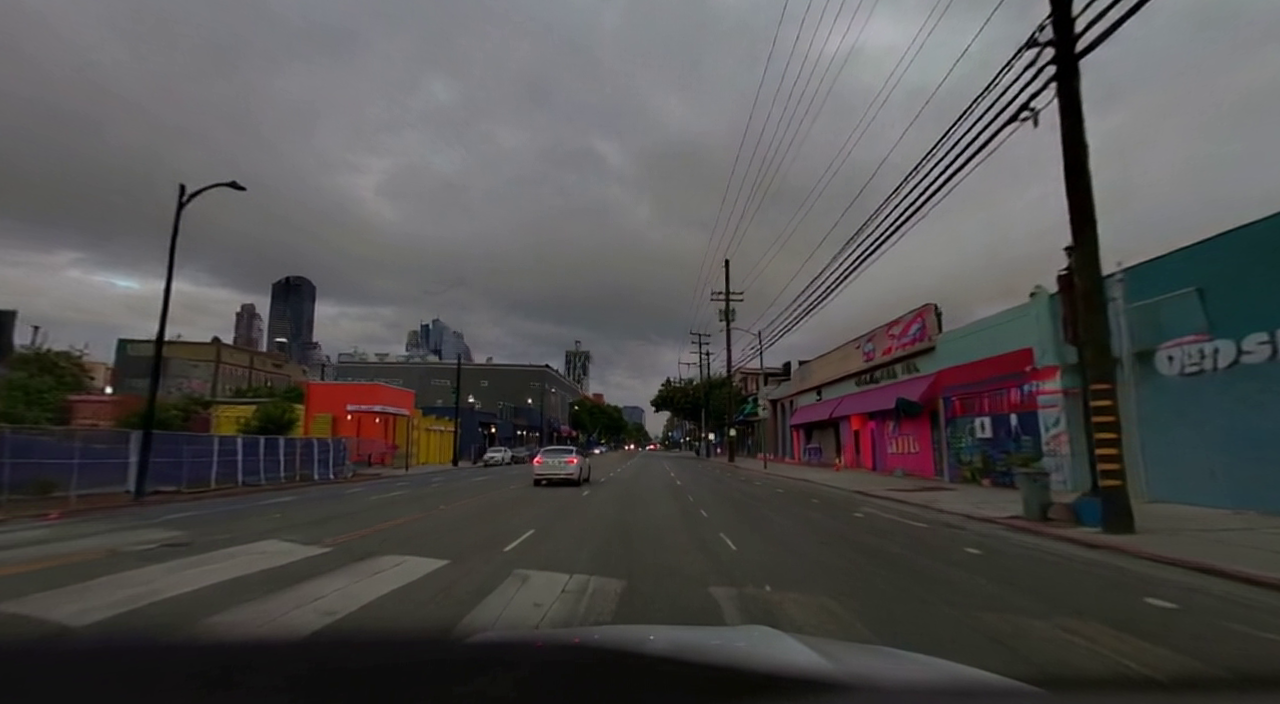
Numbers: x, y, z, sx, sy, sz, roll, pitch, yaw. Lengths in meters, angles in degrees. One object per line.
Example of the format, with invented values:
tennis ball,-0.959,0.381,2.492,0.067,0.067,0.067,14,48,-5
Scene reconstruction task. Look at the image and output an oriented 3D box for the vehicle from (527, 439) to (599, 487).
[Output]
vehicle,-2.760,4.110,23.719,2.036,1.589,4.549,0,-9,1
